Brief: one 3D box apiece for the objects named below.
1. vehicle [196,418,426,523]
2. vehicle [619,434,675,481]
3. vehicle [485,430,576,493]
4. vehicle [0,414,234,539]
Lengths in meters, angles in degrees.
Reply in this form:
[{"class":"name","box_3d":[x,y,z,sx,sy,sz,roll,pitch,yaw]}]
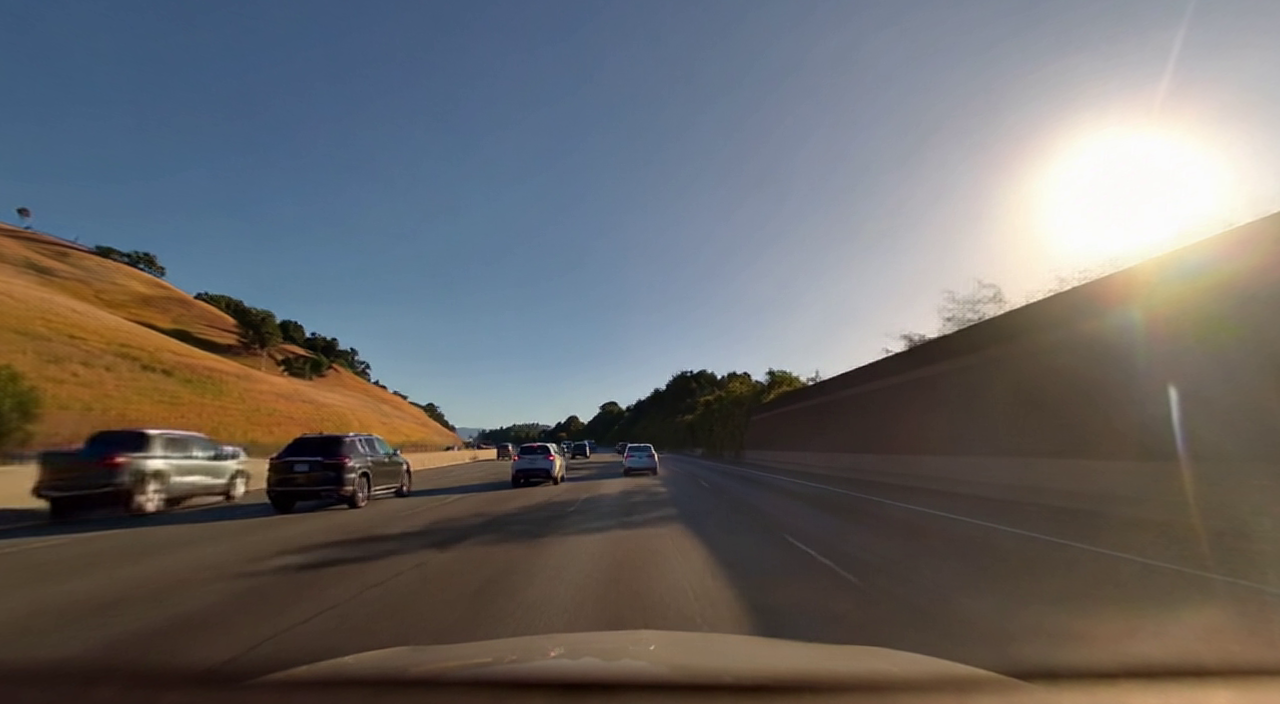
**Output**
[{"class":"vehicle","box_3d":[-6.751,2.497,13.870,2.108,1.856,5.214,0,-9,1]},{"class":"vehicle","box_3d":[0.252,4.506,27.155,2.233,1.804,4.273,0,-9,-1]},{"class":"vehicle","box_3d":[-3.437,3.550,20.769,2.093,1.820,4.506,0,-9,1]},{"class":"vehicle","box_3d":[-10.996,2.343,12.549,2.230,1.928,5.333,0,-9,0]}]
